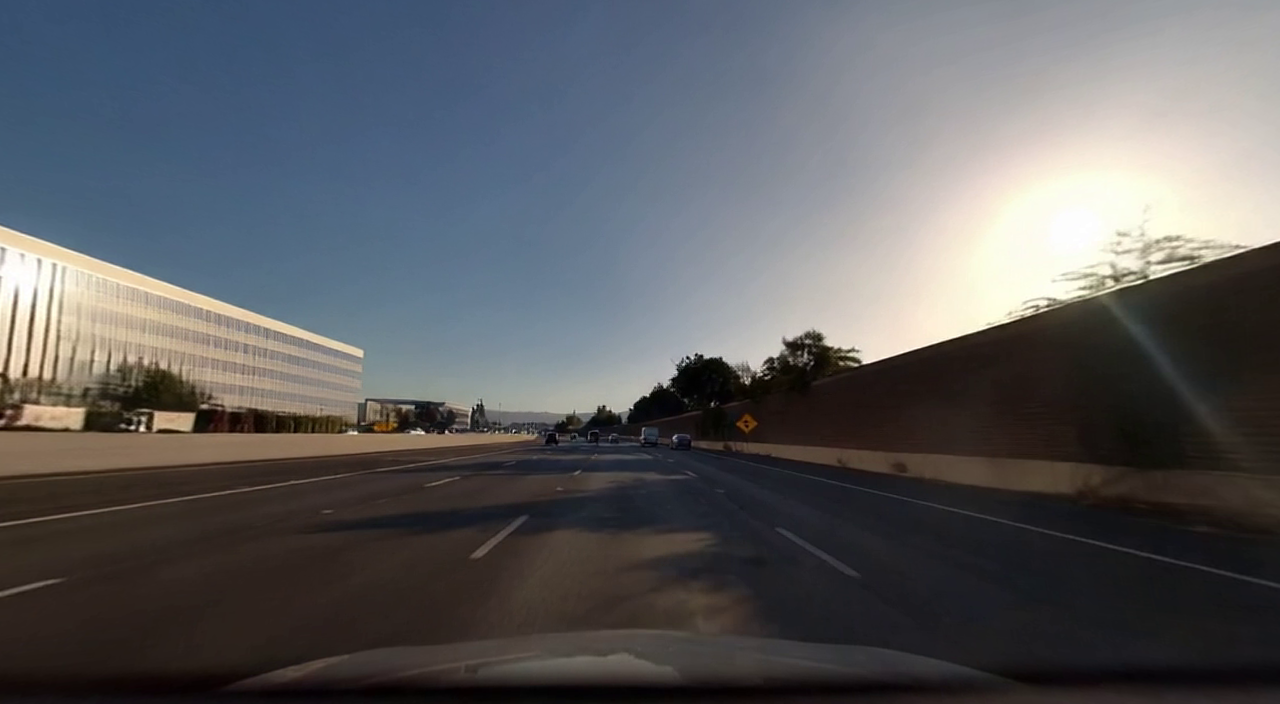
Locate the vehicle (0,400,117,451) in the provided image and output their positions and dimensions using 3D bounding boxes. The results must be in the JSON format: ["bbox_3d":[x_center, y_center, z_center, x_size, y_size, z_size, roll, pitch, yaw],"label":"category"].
[{"bbox_3d":[-48.207,5.436,46.429,3.104,3.645,18.718,0,-9,0],"label":"vehicle"}]
